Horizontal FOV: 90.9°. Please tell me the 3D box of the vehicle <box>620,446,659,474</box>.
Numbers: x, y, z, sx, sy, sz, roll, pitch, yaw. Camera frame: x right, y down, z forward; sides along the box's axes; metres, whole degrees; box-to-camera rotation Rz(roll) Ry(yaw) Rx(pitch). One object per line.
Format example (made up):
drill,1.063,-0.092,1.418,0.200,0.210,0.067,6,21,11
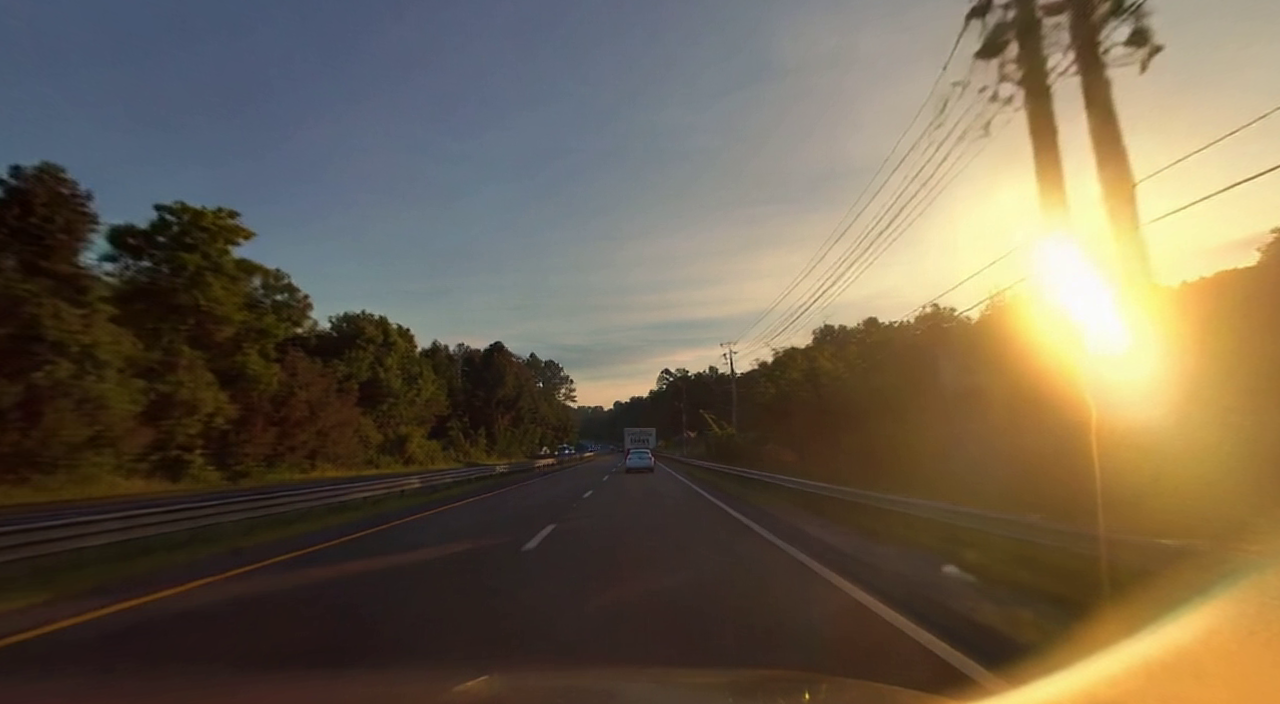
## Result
vehicle,-0.066,6.061,35.462,2.080,1.486,3.813,0,-9,-1
